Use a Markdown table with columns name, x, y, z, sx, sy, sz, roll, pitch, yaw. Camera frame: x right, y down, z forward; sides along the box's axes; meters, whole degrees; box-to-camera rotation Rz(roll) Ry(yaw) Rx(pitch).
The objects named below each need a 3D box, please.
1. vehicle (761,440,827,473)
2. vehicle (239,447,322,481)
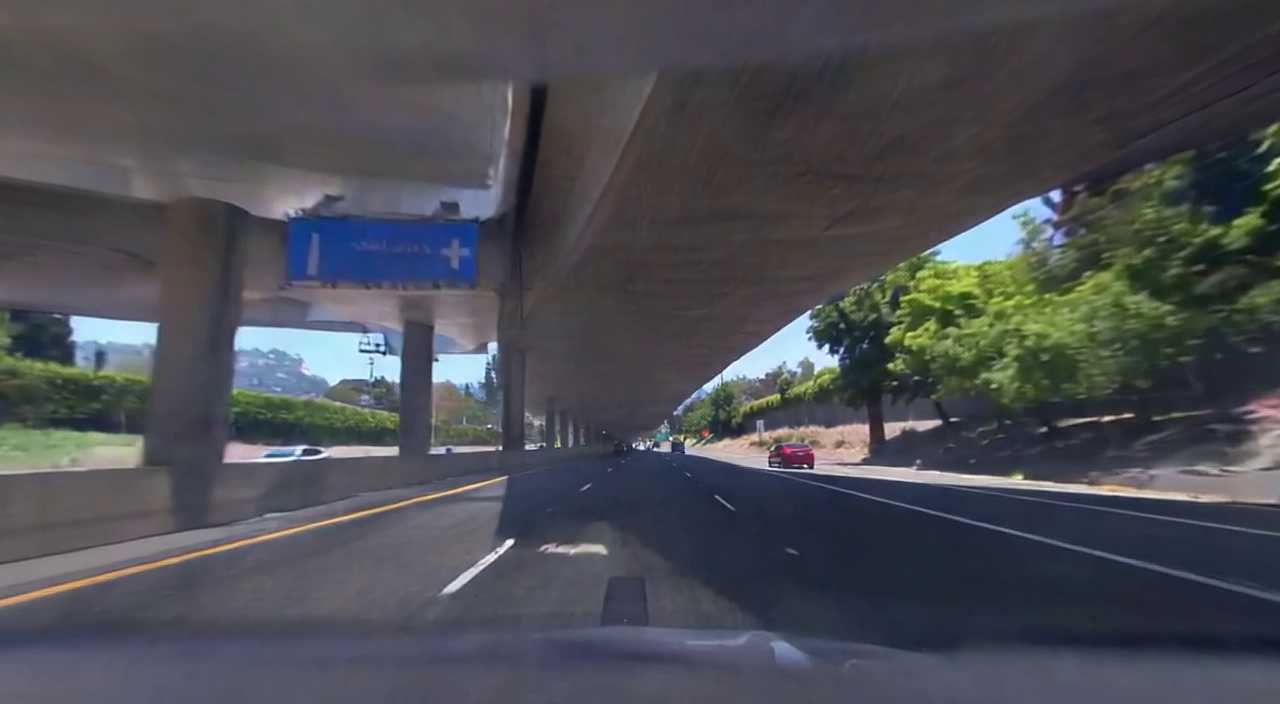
| name | x | y | z | sx | sy | sz | roll | pitch | yaw |
| --- | --- | --- | --- | --- | --- | --- | --- | --- | --- |
| vehicle | 7.258 | 4.966 | 30.204 | 1.914 | 1.465 | 4.574 | 0 | -8 | -1 |
| vehicle | -17.991 | 5.568 | 31.770 | 1.812 | 1.571 | 3.983 | 0 | -8 | 0 |
